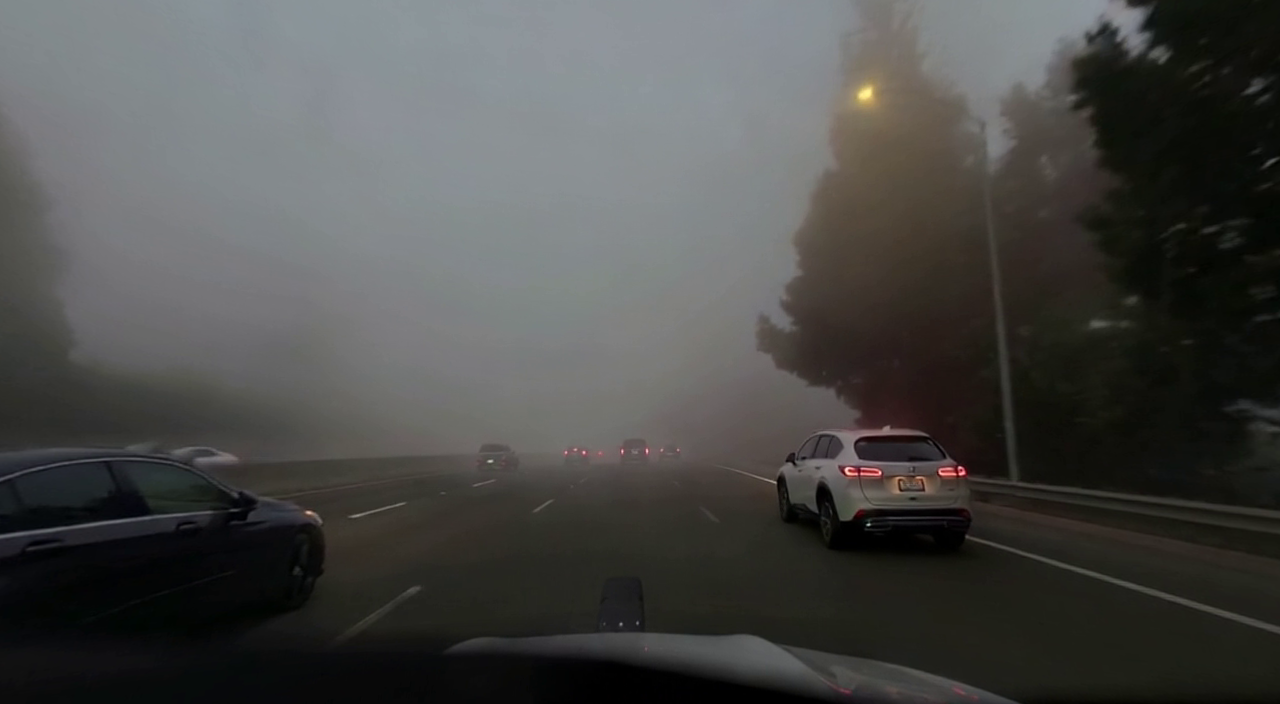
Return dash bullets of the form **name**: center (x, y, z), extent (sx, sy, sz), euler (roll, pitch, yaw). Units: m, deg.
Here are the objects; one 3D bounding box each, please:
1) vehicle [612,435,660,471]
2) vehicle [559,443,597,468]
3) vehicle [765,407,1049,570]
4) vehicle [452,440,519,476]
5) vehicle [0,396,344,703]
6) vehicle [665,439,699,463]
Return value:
- **vehicle**: center (-0.233, 5.401, 34.013), extent (2.408, 1.748, 4.217), euler (0, -8, -1)
- **vehicle**: center (-3.830, 6.452, 39.704), extent (1.968, 1.473, 4.209), euler (0, -8, 0)
- **vehicle**: center (3.302, 1.780, 9.068), extent (2.029, 1.716, 4.545), euler (0, -8, -1)
- **vehicle**: center (-6.958, 4.799, 28.856), extent (1.980, 1.519, 4.147), euler (0, -8, 0)
- **vehicle**: center (-3.421, 0.958, 2.530), extent (2.130, 1.514, 4.766), euler (0, -8, 0)
- **vehicle**: center (3.172, 7.663, 48.931), extent (2.320, 1.735, 4.408), euler (0, -8, 0)
